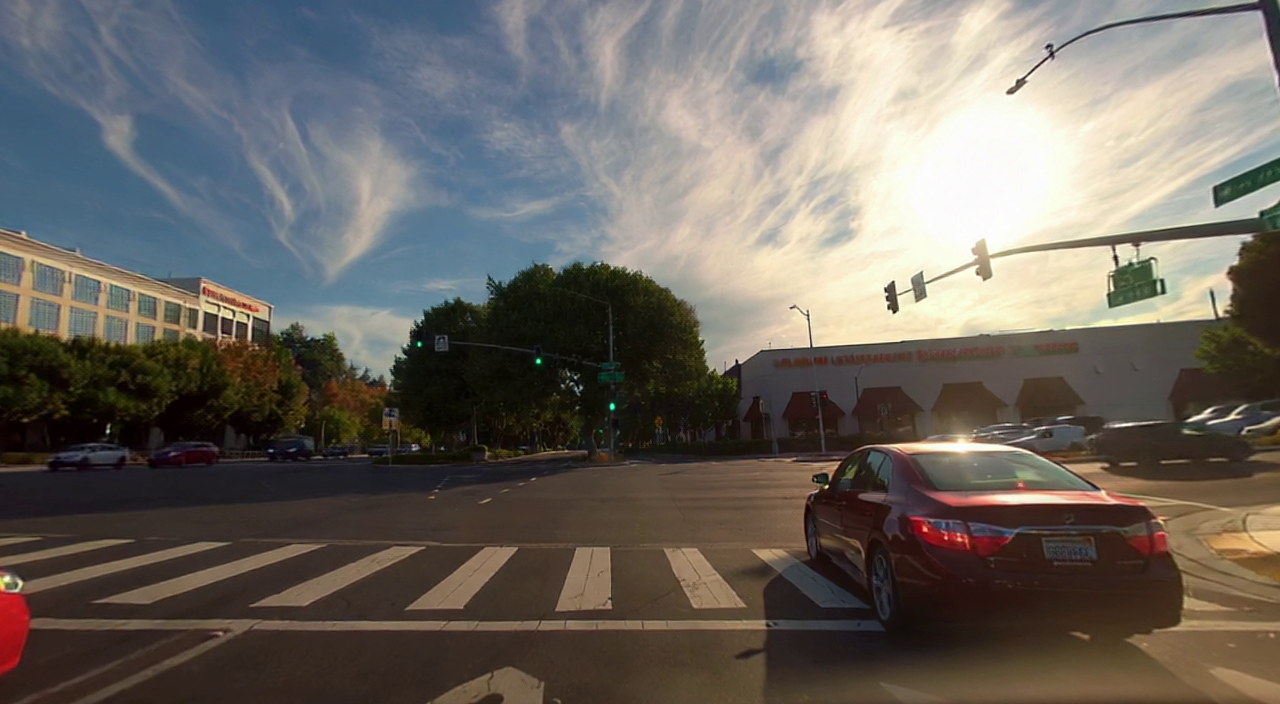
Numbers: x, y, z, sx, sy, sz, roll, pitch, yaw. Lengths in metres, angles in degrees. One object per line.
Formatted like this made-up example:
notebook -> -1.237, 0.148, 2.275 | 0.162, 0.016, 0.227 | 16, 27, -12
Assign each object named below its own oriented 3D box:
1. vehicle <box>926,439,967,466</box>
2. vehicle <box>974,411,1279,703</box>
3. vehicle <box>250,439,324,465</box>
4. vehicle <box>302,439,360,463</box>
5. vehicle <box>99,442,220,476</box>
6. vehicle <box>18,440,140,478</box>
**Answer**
vehicle -> 18.134, 5.908, 37.169 | 1.930, 1.492, 4.703 | -5, -9, 27
vehicle -> 4.113, 1.070, 3.306 | 1.940, 1.487, 4.562 | 0, -8, -5
vehicle -> -27.438, 7.810, 49.360 | 2.233, 1.889, 6.305 | 0, -8, -1
vehicle -> -23.762, 7.619, 48.657 | 2.111, 1.742, 4.757 | 0, -8, -2
vehicle -> -22.735, 5.059, 30.130 | 2.206, 1.447, 4.697 | 0, -8, -2
vehicle -> -26.772, 5.090, 30.315 | 1.886, 1.694, 4.420 | 0, -8, -2
